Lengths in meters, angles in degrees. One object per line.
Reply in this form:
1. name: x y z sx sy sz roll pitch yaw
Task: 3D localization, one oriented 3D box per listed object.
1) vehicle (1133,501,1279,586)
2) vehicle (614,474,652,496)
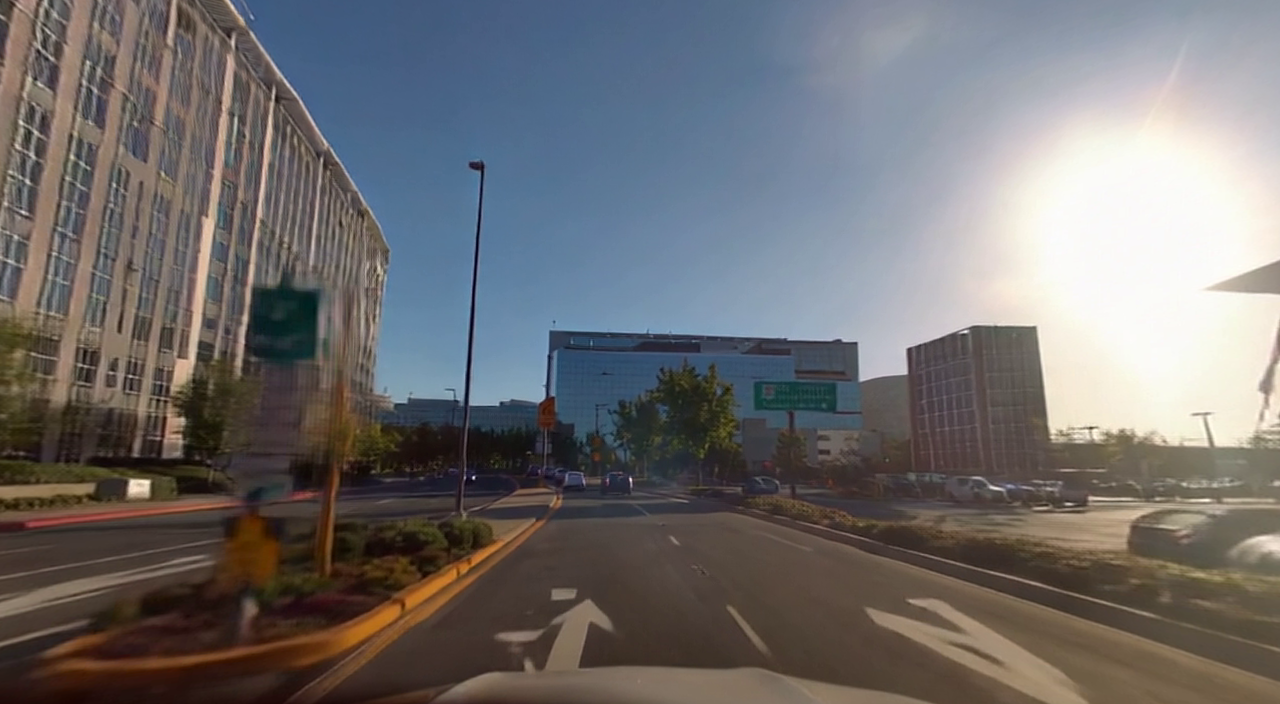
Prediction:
1. vehicle: 12.640 3.751 12.504 3.937 1.417 1.870 -1 -11 5
2. vehicle: -0.451 7.828 37.030 1.775 1.186 2.933 2 -11 -11
